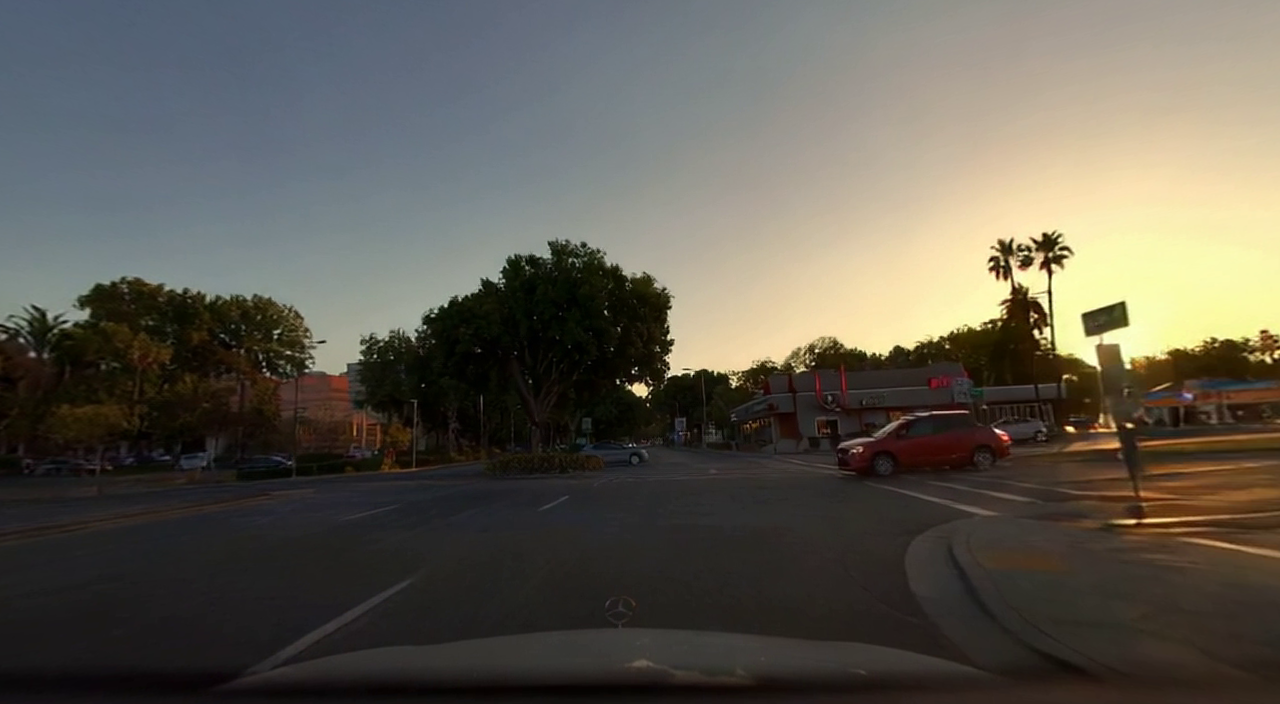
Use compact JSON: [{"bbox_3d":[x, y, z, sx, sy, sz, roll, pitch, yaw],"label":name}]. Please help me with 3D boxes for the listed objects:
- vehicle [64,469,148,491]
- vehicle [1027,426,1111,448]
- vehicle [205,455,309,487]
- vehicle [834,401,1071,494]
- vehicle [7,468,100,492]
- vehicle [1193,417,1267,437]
[{"bbox_3d":[-38.406,9.207,45.293,4.290,1.475,1.742,0,-8,-3],"label":"vehicle"},{"bbox_3d":[29.958,5.976,44.091,4.363,1.503,1.989,0,-8,3],"label":"vehicle"},{"bbox_3d":[-25.936,8.048,42.721,5.803,1.632,2.173,-4,-7,3],"label":"vehicle"},{"bbox_3d":[7.534,2.355,15.621,4.640,1.800,2.026,-4,-9,1],"label":"vehicle"},{"bbox_3d":[-44.004,9.598,47.267,4.854,1.696,1.834,1,-8,-5],"label":"vehicle"},{"bbox_3d":[43.932,5.602,46.916,3.739,1.451,1.647,0,-8,0],"label":"vehicle"}]
